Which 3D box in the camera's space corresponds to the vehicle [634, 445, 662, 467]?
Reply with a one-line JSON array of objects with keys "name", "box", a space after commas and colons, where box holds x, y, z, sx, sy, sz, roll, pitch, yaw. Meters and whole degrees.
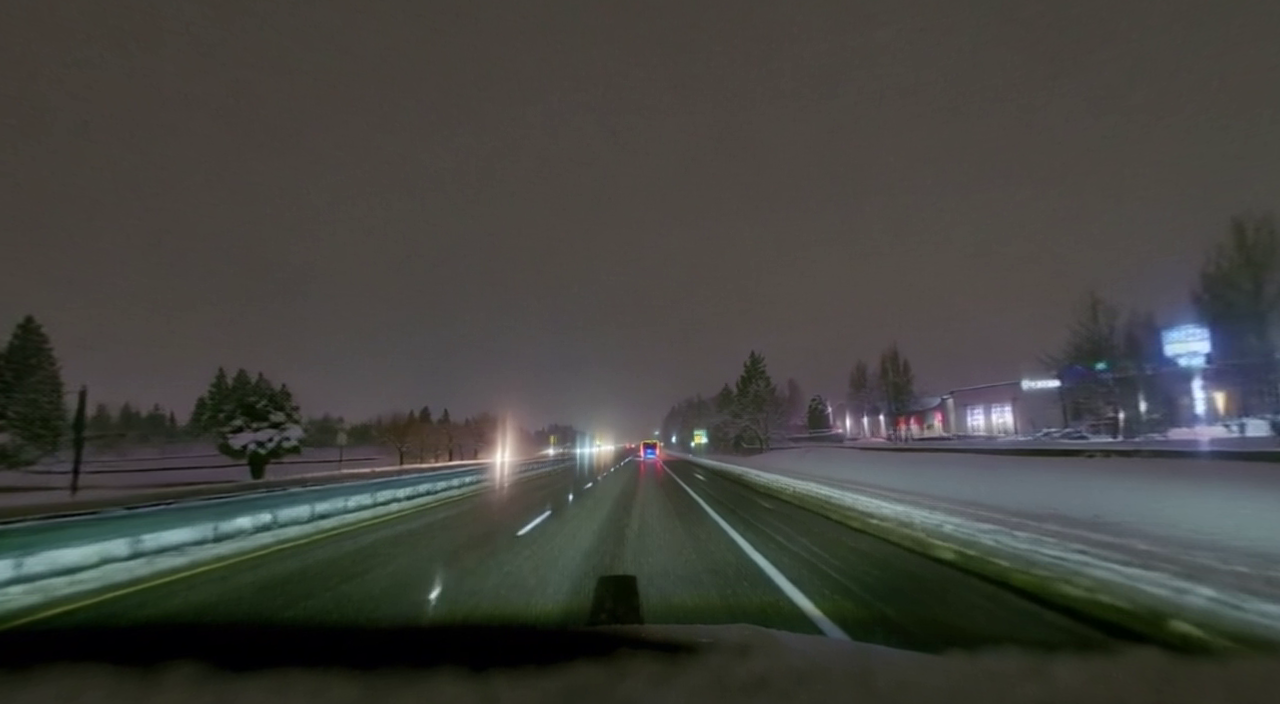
[{"name": "vehicle", "box": [0.579, 7.796, 47.228, 2.014, 1.507, 3.960, -1, -9, 1]}]
